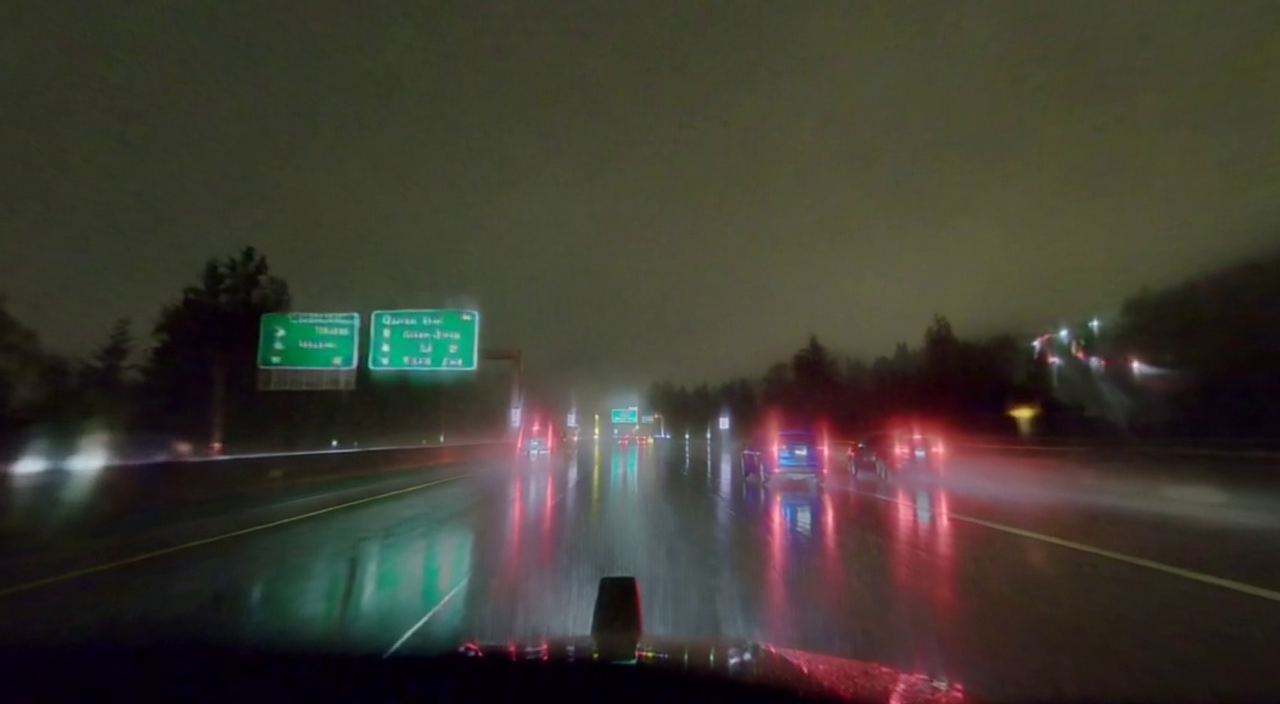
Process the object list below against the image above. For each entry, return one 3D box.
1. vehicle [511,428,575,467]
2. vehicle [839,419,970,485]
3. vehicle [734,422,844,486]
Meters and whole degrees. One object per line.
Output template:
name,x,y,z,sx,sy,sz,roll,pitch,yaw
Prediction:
vehicle,-3.913,3.912,26.129,2.032,1.465,4.316,0,-8,-1
vehicle,7.290,2.783,17.844,1.956,1.634,3.935,0,-8,-1
vehicle,4.030,2.821,17.757,2.011,1.576,4.060,0,-8,-2
